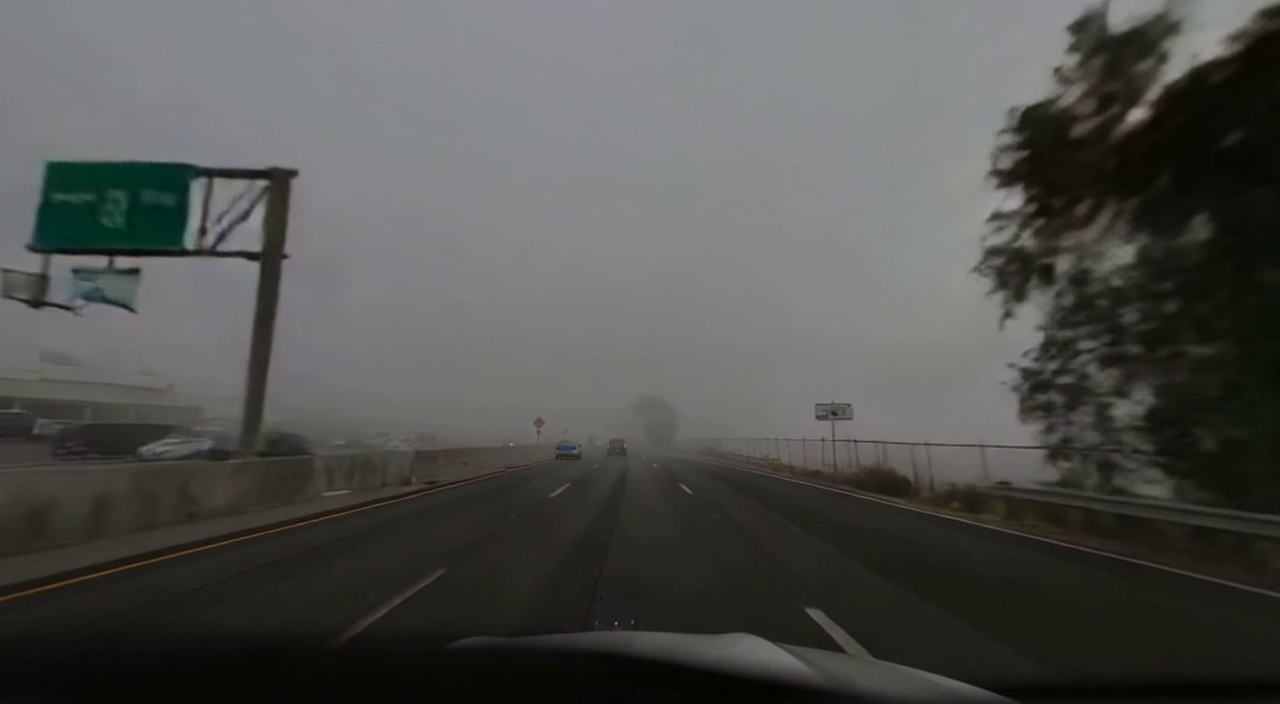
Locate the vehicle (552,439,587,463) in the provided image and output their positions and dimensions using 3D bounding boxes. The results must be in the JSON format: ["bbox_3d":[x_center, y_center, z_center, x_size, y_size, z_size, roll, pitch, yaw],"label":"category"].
[{"bbox_3d":[-4.741,6.705,42.828,2.045,1.547,4.162,0,-8,-2],"label":"vehicle"}]

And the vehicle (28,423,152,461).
[{"bbox_3d":[-30.174,4.946,34.669,4.674,1.939,2.061,0,-8,-7],"label":"vehicle"}]

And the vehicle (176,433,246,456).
[{"bbox_3d":[-30.699,6.604,45.083,3.552,1.415,1.847,3,-7,-6],"label":"vehicle"}]
